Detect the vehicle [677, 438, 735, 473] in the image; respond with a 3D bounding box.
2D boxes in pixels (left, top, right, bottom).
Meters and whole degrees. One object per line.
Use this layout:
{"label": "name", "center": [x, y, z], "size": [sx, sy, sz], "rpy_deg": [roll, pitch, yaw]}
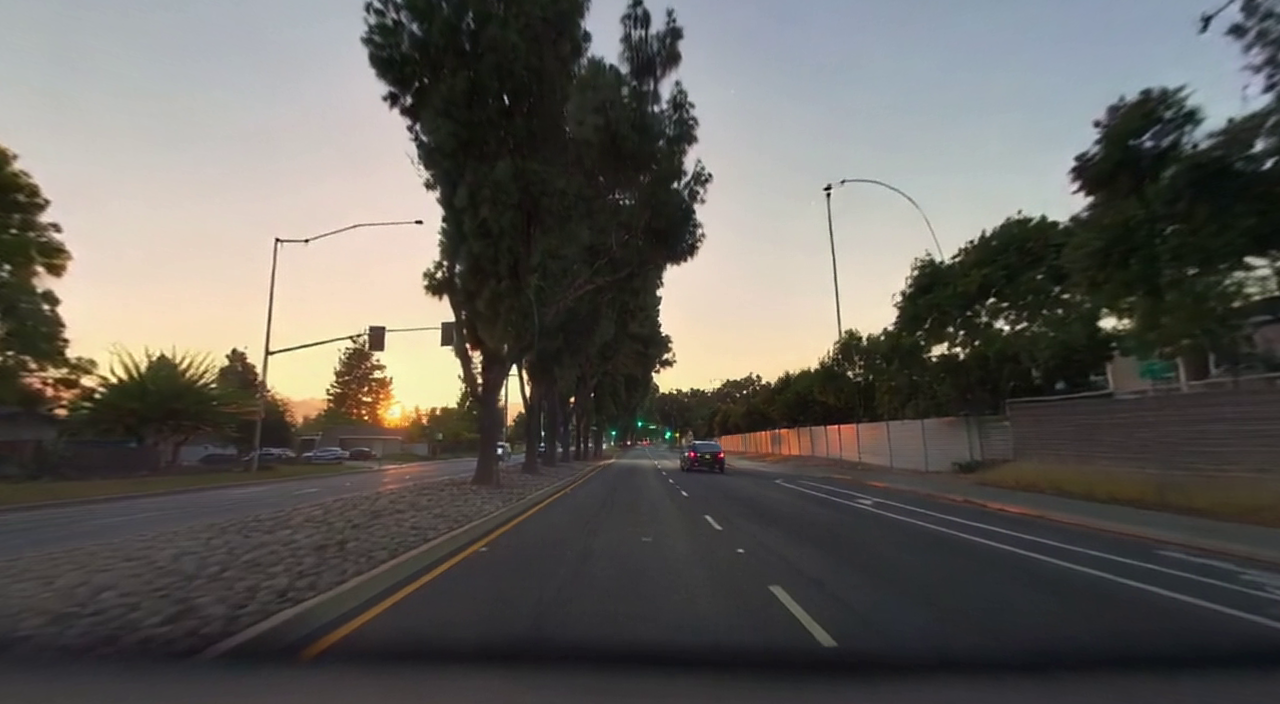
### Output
{"label": "vehicle", "center": [2.999, 4.823, 29.433], "size": [2.105, 1.490, 4.008], "rpy_deg": [1, -8, -2]}
